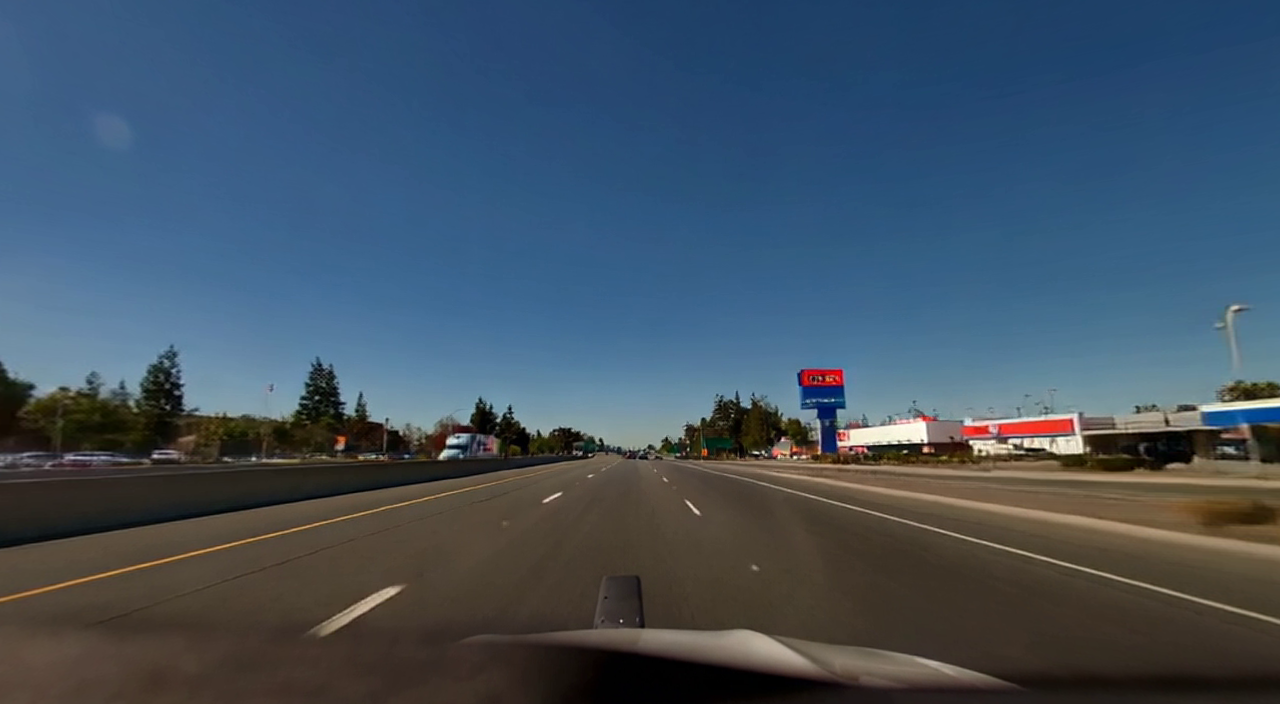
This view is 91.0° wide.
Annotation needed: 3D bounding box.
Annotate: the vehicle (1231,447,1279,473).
[{"bbox_3d":[48.994,8.478,49.680,4.921,1.874,2.253,6,-11,-35],"label":"vehicle"}]
